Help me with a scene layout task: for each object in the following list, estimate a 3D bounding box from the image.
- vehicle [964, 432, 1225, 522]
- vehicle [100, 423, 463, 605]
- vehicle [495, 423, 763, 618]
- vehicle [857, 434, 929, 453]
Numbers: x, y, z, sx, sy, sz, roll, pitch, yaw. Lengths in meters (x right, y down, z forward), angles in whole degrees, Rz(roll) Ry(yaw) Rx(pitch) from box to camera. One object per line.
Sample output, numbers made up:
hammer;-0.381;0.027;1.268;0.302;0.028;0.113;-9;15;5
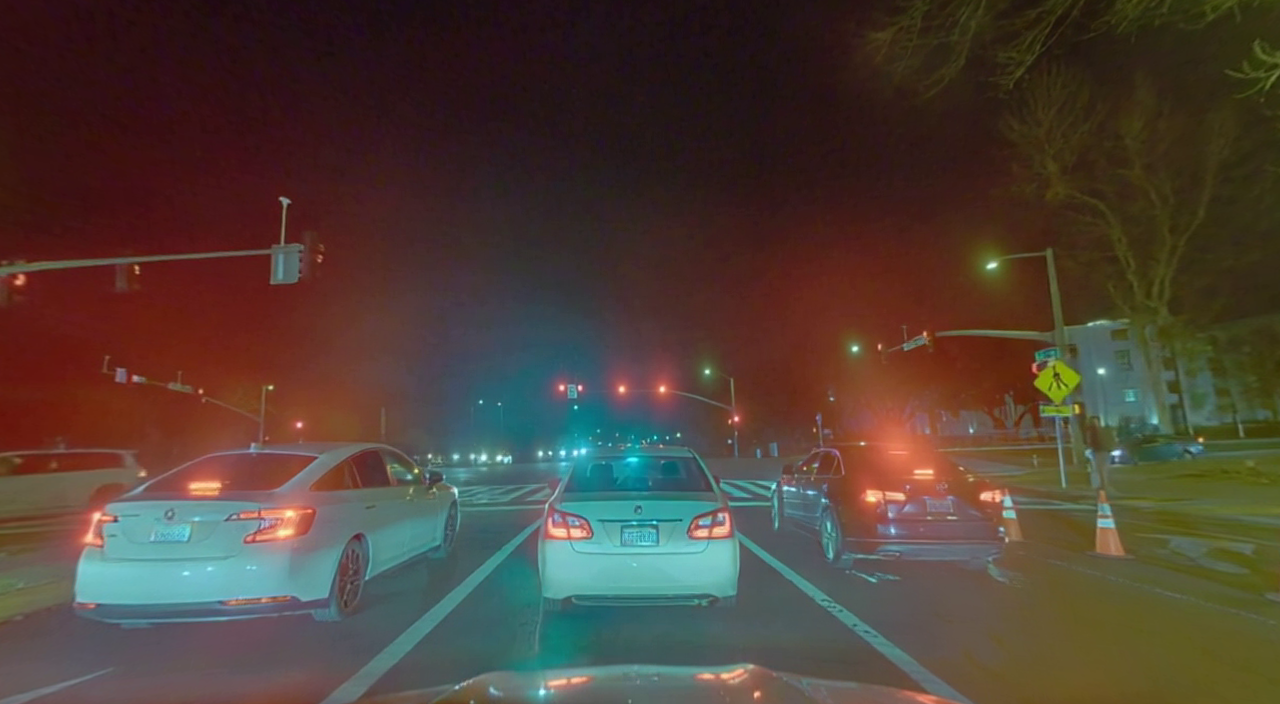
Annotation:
vehicle;9.341;2.583;13.615;1.957;1.576;4.670;0;-9;-3
vehicle;-3.611;1.675;7.395;1.863;1.526;4.006;0;-9;1
vehicle;-0.124;1.625;7.093;2.061;1.486;4.332;0;-8;-1
vehicle;20.029;7.270;49.938;4.827;1.484;1.883;0;-9;0
